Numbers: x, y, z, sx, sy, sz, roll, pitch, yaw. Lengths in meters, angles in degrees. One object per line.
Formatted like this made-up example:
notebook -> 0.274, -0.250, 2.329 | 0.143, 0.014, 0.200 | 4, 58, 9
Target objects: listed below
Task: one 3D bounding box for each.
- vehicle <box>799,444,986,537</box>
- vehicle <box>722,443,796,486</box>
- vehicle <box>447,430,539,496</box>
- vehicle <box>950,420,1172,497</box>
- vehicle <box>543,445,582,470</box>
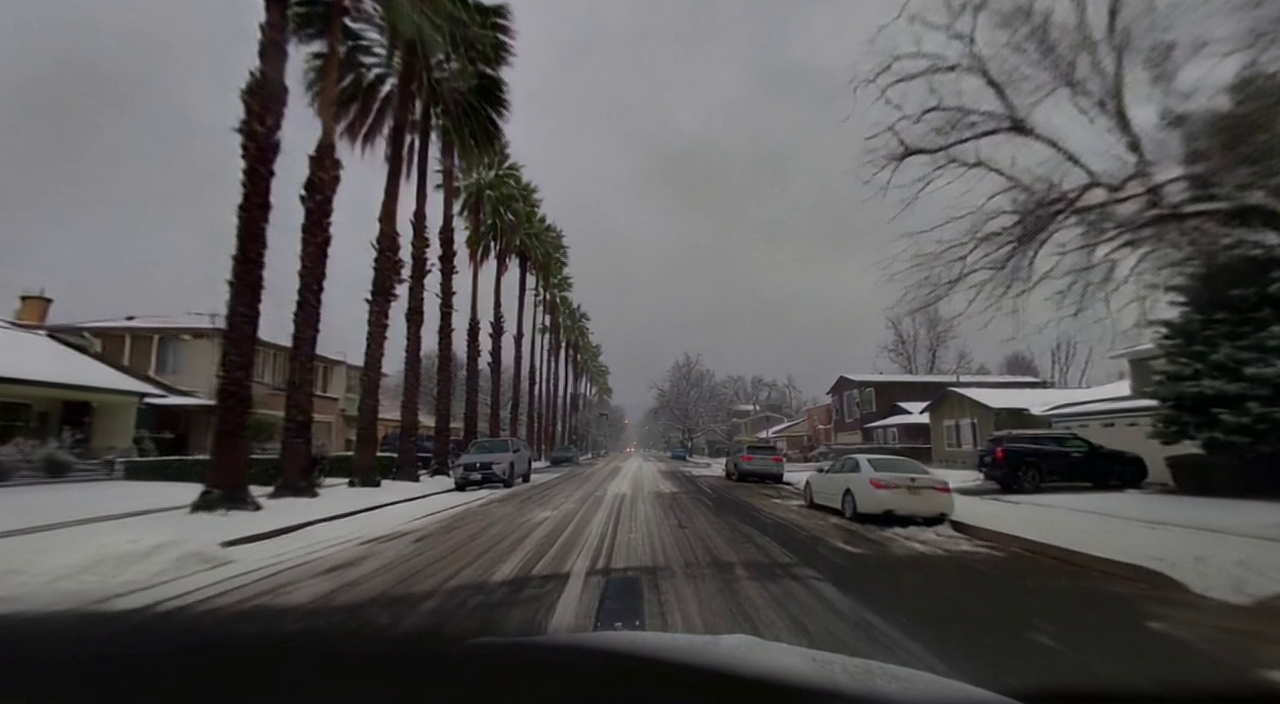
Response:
vehicle -> 4.824, 2.671, 12.930 | 2.056, 1.464, 4.493 | 2, -9, 1
vehicle -> 4.620, 4.423, 25.254 | 1.991, 1.554, 4.501 | 0, -9, -1
vehicle -> -4.783, 3.685, 21.358 | 2.149, 1.877, 5.082 | -1, -8, -3
vehicle -> 11.630, 2.968, 17.744 | 4.621, 1.591, 2.090 | -5, -8, -1
vehicle -> -5.273, 7.197, 43.446 | 2.079, 1.486, 4.877 | -2, -8, -1
